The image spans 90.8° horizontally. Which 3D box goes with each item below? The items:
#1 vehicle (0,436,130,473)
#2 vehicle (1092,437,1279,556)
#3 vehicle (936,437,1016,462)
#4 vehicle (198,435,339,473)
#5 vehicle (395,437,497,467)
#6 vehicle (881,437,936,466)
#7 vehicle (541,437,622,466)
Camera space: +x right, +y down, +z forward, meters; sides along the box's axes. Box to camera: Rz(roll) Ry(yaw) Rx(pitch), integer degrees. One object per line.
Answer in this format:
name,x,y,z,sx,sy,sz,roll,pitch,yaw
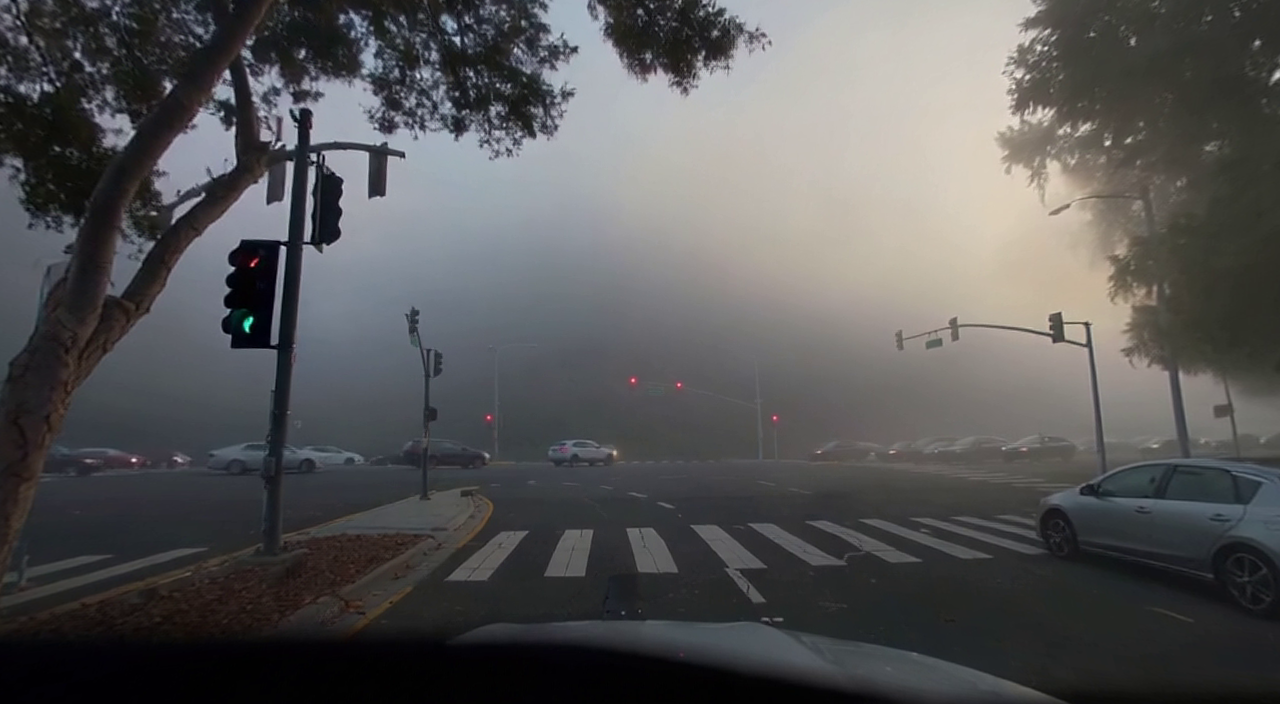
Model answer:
vehicle,-24.618,4.283,26.427,4.580,1.472,1.891,3,-9,-16
vehicle,9.240,2.088,9.129,1.993,1.505,4.721,5,-9,0
vehicle,22.193,6.427,41.792,4.481,1.561,2.001,3,-9,-18
vehicle,-15.595,4.316,26.895,4.849,1.476,1.935,3,-9,-22
vehicle,-10.485,5.428,34.383,4.912,1.485,1.922,8,-11,-41
vehicle,14.813,5.513,35.097,1.962,1.468,4.516,-2,-9,12
vehicle,-3.253,5.606,35.678,1.896,1.544,4.331,-8,-12,44
